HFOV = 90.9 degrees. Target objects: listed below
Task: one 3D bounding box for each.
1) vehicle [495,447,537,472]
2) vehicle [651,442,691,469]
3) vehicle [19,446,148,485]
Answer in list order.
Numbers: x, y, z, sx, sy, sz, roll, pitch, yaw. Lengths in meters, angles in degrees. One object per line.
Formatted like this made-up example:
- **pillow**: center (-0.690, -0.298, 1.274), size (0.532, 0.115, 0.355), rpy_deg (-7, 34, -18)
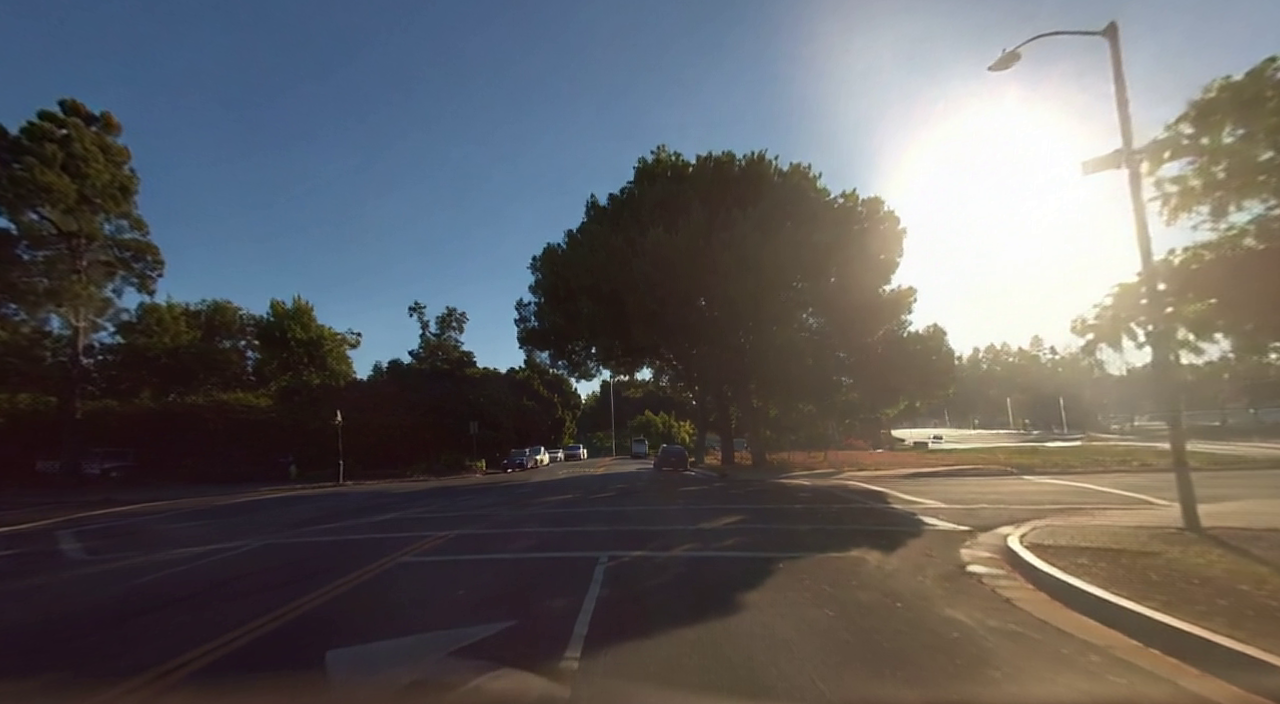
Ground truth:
- **vehicle**: center (-8.235, 7.160, 42.249), size (2.102, 1.507, 4.049), rpy_deg (0, -8, -2)
- **vehicle**: center (1.752, 6.035, 36.930), size (2.051, 1.461, 4.100), rpy_deg (0, -8, -2)
- **vehicle**: center (-27.588, 5.608, 31.305), size (4.986, 1.796, 2.066), rpy_deg (-2, -8, 12)
